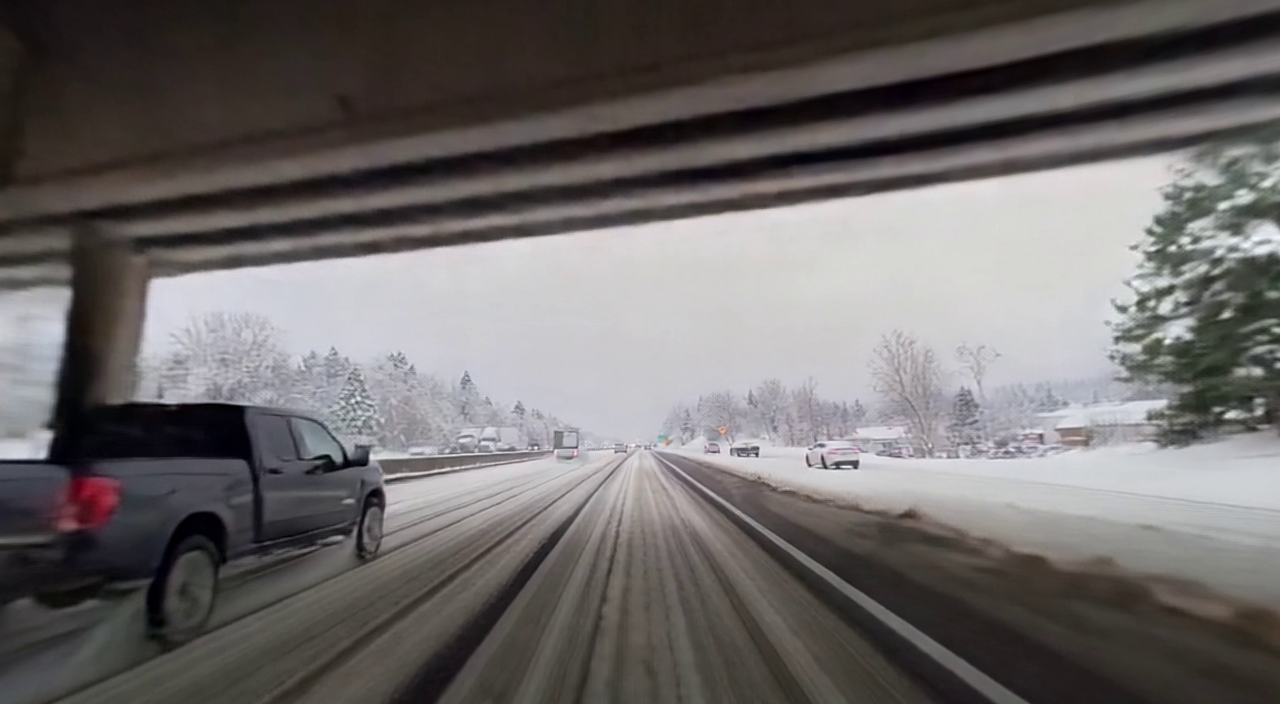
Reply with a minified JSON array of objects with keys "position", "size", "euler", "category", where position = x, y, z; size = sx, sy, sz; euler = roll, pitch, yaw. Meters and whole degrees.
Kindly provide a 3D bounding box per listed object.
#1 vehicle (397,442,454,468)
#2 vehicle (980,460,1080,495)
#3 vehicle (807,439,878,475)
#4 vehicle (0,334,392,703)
[{"position":[-16.513,7.965,48.996],"size":[2.339,1.926,5.751],"euler":[0,-8,1],"category":"vehicle"},{"position":[29.627,9.541,48.113],"size":[5.938,2.070,2.138],"euler":[-5,-4,10],"category":"vehicle"},{"position":[9.859,5.131,31.073],"size":[1.971,1.638,4.295],"euler":[0,-8,-1],"category":"vehicle"},{"position":[-3.961,1.202,5.052],"size":[1.994,1.911,4.819],"euler":[0,-8,0],"category":"vehicle"}]
